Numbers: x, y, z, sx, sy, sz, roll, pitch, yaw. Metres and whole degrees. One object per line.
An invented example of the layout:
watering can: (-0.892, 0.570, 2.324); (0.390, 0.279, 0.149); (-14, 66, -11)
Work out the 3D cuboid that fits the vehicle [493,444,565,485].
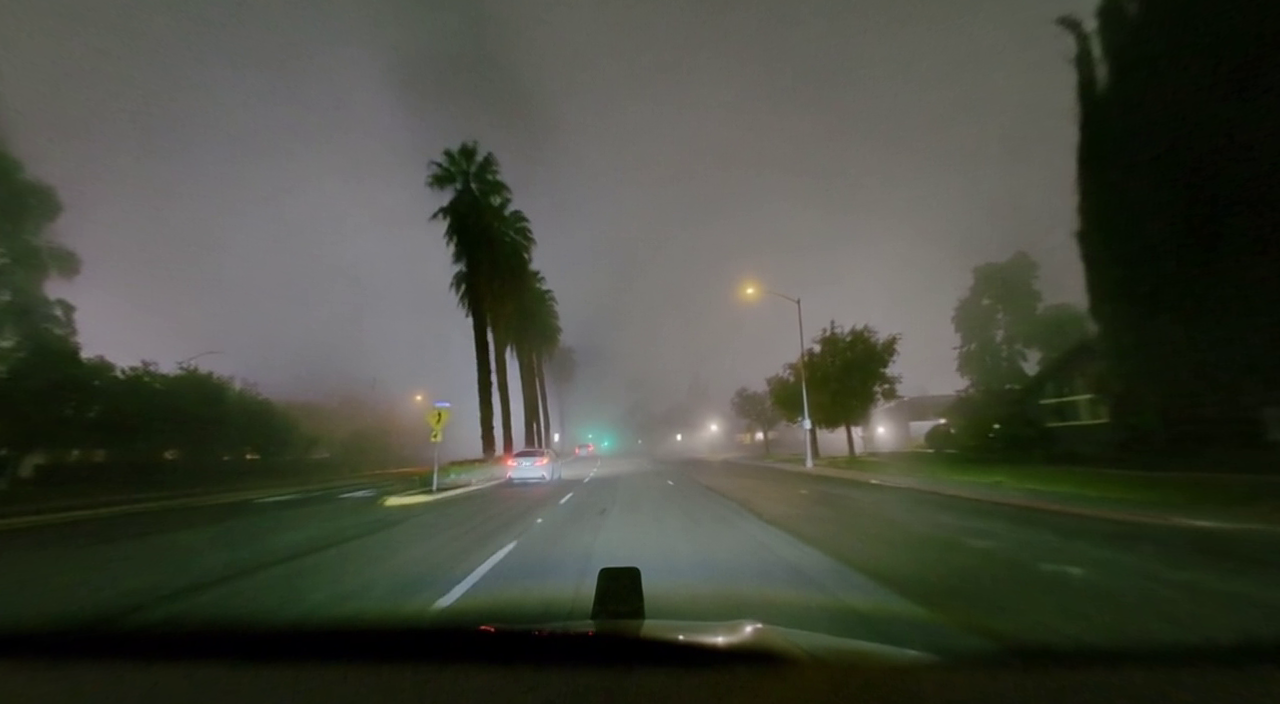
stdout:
vehicle: (-4.293, 4.423, 25.191); (2.108, 1.475, 4.555); (0, -9, -1)
